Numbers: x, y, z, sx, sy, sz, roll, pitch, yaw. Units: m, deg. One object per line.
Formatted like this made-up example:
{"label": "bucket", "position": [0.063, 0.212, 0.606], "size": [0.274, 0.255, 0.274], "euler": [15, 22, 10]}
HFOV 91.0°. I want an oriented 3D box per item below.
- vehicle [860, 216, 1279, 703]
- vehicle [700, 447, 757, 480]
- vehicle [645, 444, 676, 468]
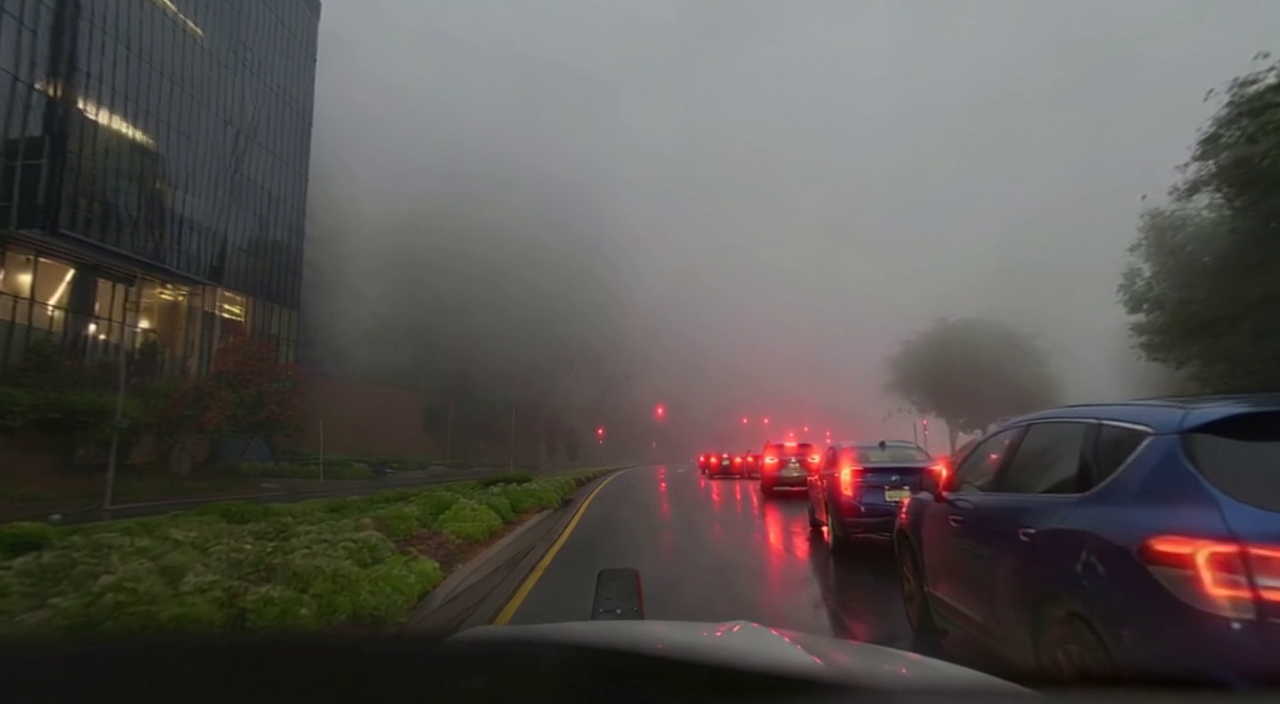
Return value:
{"label": "vehicle", "position": [2.469, 0.884, 2.715], "size": [2.092, 1.703, 4.870], "euler": [-2, -9, 11]}
{"label": "vehicle", "position": [4.331, 5.499, 31.360], "size": [2.183, 1.553, 3.923], "euler": [0, -9, -1]}
{"label": "vehicle", "position": [1.667, 8.014, 48.719], "size": [2.121, 1.728, 4.161], "euler": [-1, -9, 6]}
